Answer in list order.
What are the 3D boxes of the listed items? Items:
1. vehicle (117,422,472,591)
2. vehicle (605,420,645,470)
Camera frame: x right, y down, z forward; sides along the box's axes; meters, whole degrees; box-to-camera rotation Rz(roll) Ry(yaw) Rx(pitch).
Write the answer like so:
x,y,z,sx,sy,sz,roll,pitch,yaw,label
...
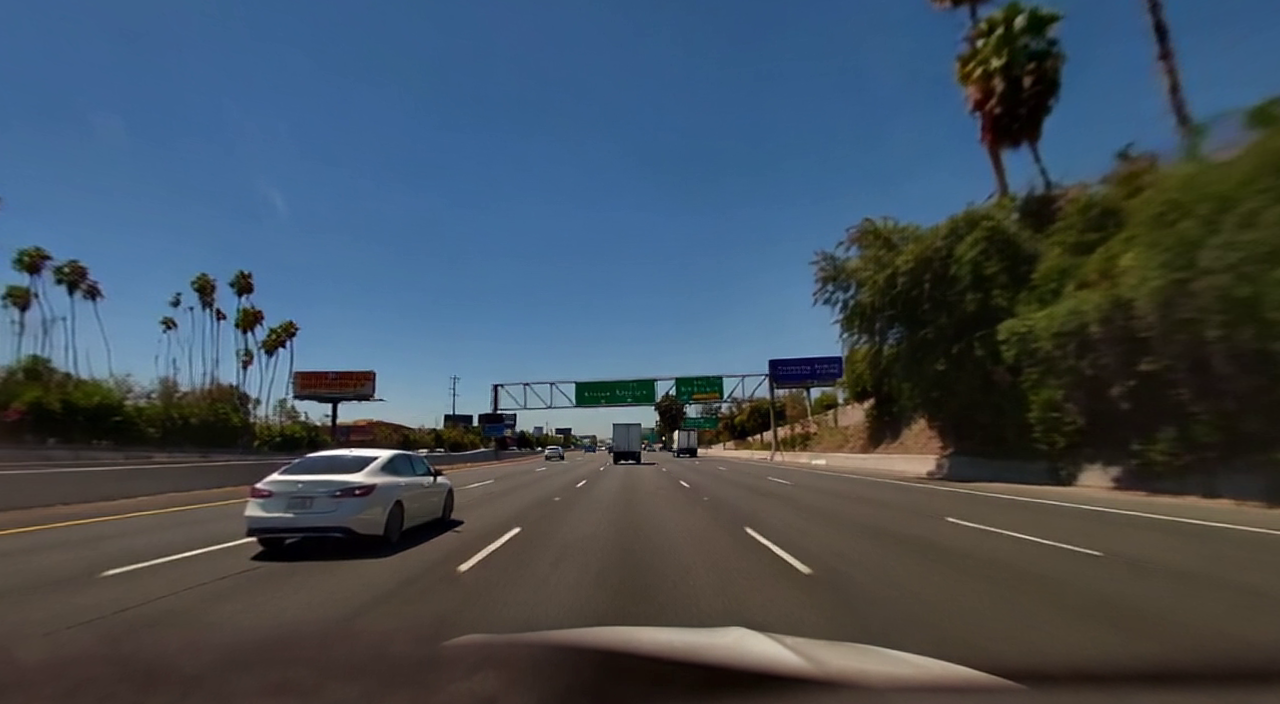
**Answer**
x,y,z,sx,sy,sz,roll,pitch,yaw,label
-3.963,1.844,8.545,2.021,1.598,4.887,0,-8,0,vehicle
-0.980,5.964,40.466,2.364,2.953,6.495,0,-8,-2,vehicle
